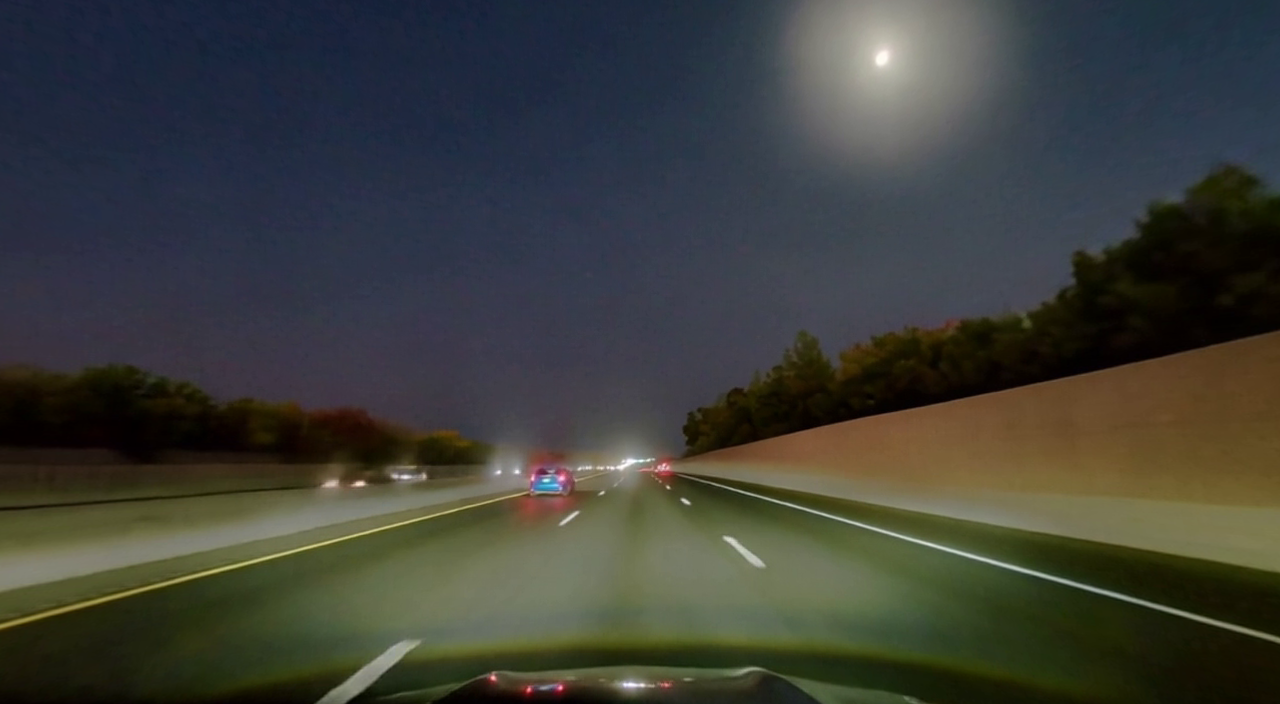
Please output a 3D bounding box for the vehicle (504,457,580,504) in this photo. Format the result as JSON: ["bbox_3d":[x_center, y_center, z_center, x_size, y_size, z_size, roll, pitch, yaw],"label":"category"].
[{"bbox_3d":[-3.498,4.710,23.355,2.045,1.487,4.582,1,-10,0],"label":"vehicle"}]

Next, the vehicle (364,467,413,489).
[{"bbox_3d":[-17.940,9.006,45.123,1.751,1.433,4.152,1,-10,1],"label":"vehicle"}]
